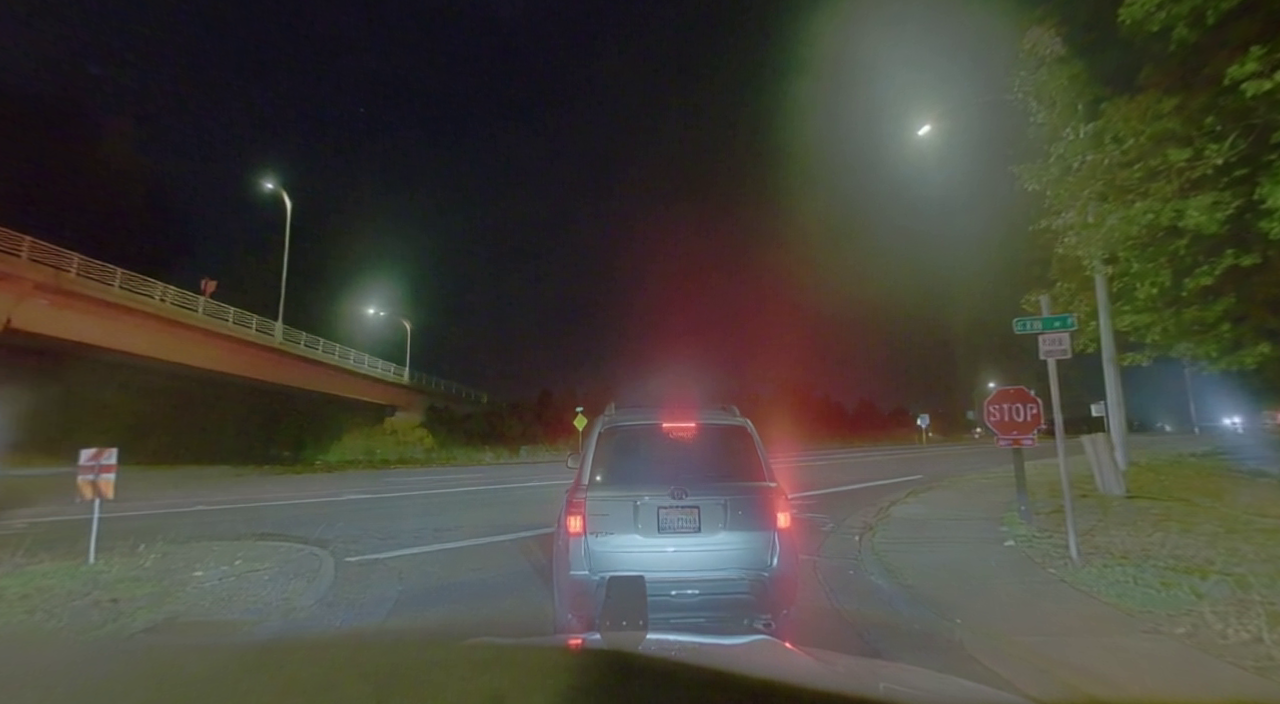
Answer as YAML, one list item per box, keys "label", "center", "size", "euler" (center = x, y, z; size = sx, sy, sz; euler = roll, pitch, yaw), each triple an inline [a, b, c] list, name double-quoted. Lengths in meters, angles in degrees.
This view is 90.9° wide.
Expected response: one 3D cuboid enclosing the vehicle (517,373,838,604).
- label: "vehicle"
  center: [0.314, 1.395, 7.187]
  size: [2.494, 1.804, 4.336]
  euler: [0, -9, 1]
